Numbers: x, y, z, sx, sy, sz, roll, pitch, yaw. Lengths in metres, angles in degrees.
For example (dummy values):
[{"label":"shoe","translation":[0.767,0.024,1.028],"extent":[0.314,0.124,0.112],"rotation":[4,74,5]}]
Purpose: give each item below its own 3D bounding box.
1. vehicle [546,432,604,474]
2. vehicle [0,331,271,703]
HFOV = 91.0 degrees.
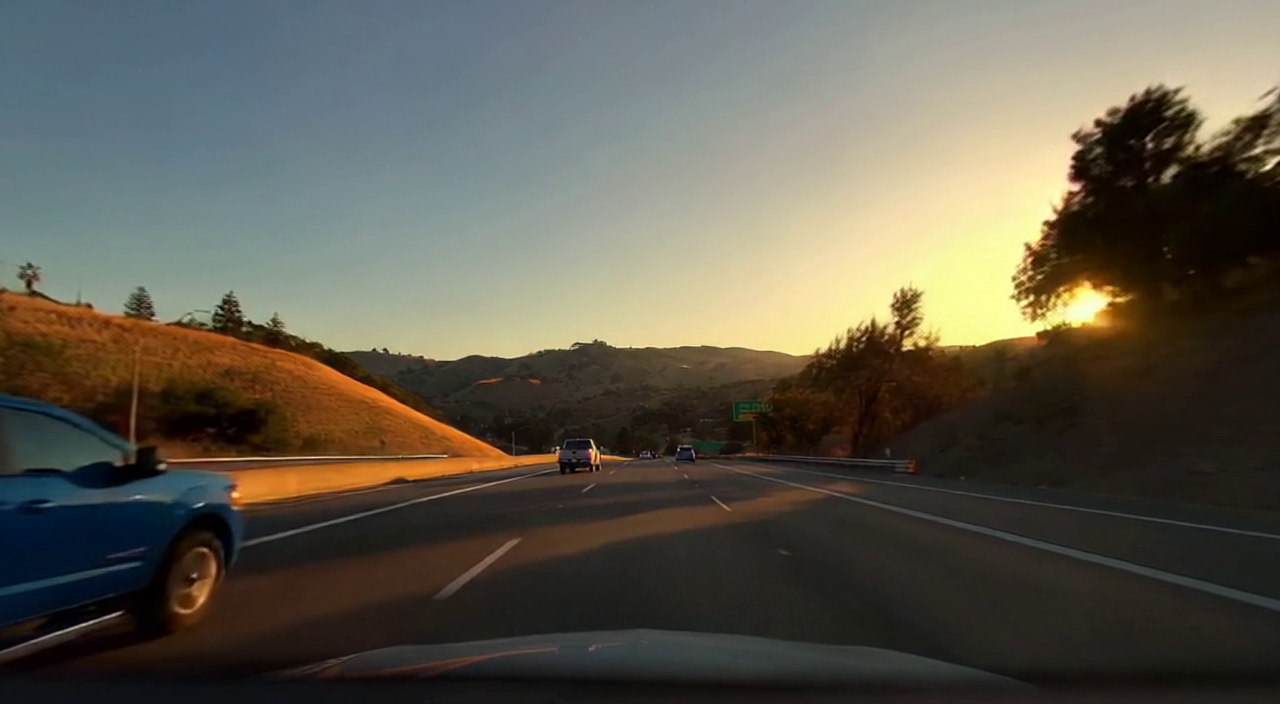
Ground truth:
[{"label":"vehicle","translation":[-3.664,5.879,36.747],"extent":[2.496,2.203,6.317],"rotation":[0,-9,2]},{"label":"vehicle","translation":[-4.266,0.723,2.379],"extent":[2.285,1.853,5.564],"rotation":[0,-9,1]}]
